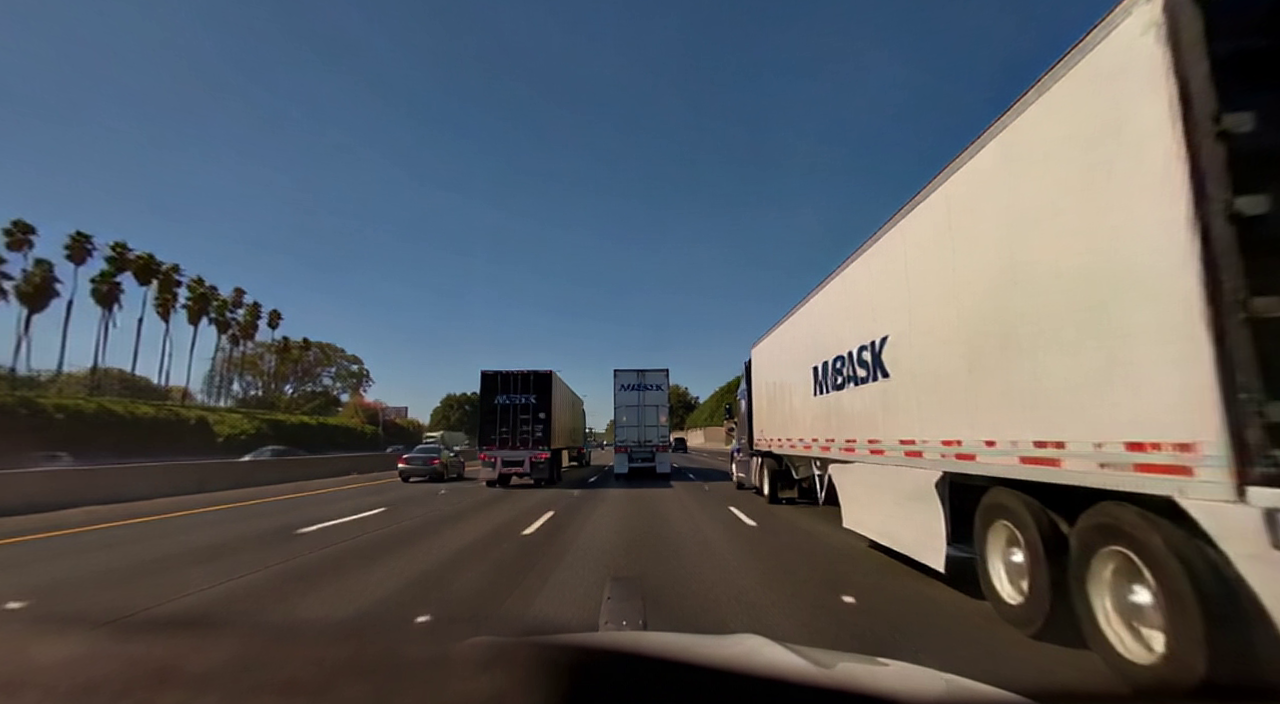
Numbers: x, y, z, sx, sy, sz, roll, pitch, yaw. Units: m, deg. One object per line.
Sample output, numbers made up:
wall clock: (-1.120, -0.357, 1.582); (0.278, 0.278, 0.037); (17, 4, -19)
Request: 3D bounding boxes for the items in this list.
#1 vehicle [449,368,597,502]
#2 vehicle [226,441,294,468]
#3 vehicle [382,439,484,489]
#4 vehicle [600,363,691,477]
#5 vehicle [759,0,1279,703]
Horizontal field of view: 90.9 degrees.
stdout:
vehicle: (-3.216, 2.797, 20.904); (2.786, 3.228, 11.082); (0, -8, 0)
vehicle: (-20.105, 5.423, 33.489); (1.504, 1.357, 3.268); (0, -8, 1)
vehicle: (-6.784, 3.693, 21.222); (1.916, 1.465, 4.451); (0, -8, 0)
vehicle: (0.260, 3.682, 30.606); (3.097, 3.856, 18.209); (0, -9, 0)
vehicle: (4.403, 0.501, 8.695); (2.887, 4.178, 14.553); (0, -8, 1)
